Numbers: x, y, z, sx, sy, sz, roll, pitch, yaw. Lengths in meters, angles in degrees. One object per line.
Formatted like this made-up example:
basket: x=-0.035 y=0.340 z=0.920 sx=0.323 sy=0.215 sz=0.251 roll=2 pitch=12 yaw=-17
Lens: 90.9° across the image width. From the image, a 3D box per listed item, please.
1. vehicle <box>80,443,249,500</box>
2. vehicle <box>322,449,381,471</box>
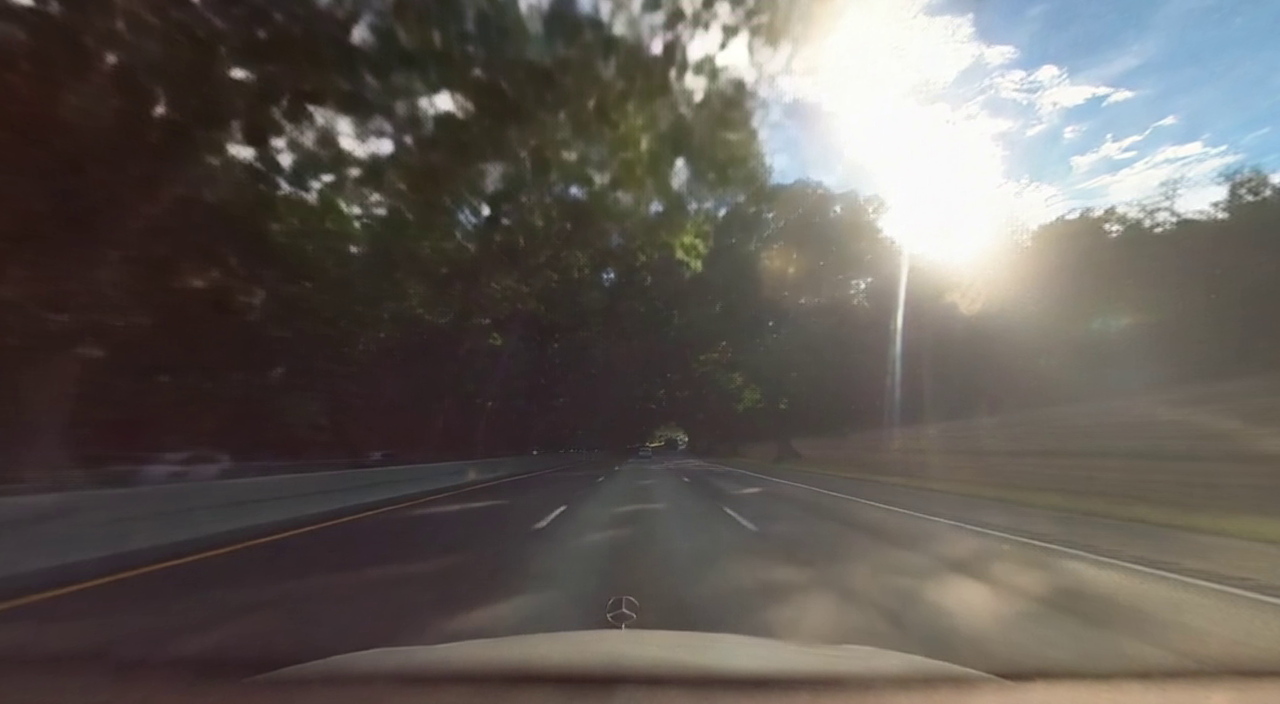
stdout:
vehicle: x=-15.596 y=3.921 z=21.085 sx=2.012 sy=1.658 sz=4.590 roll=0 pitch=-9 yaw=0
vehicle: x=-19.391 y=7.260 z=42.565 sx=1.946 sy=1.434 sz=4.168 roll=0 pitch=-9 yaw=1
